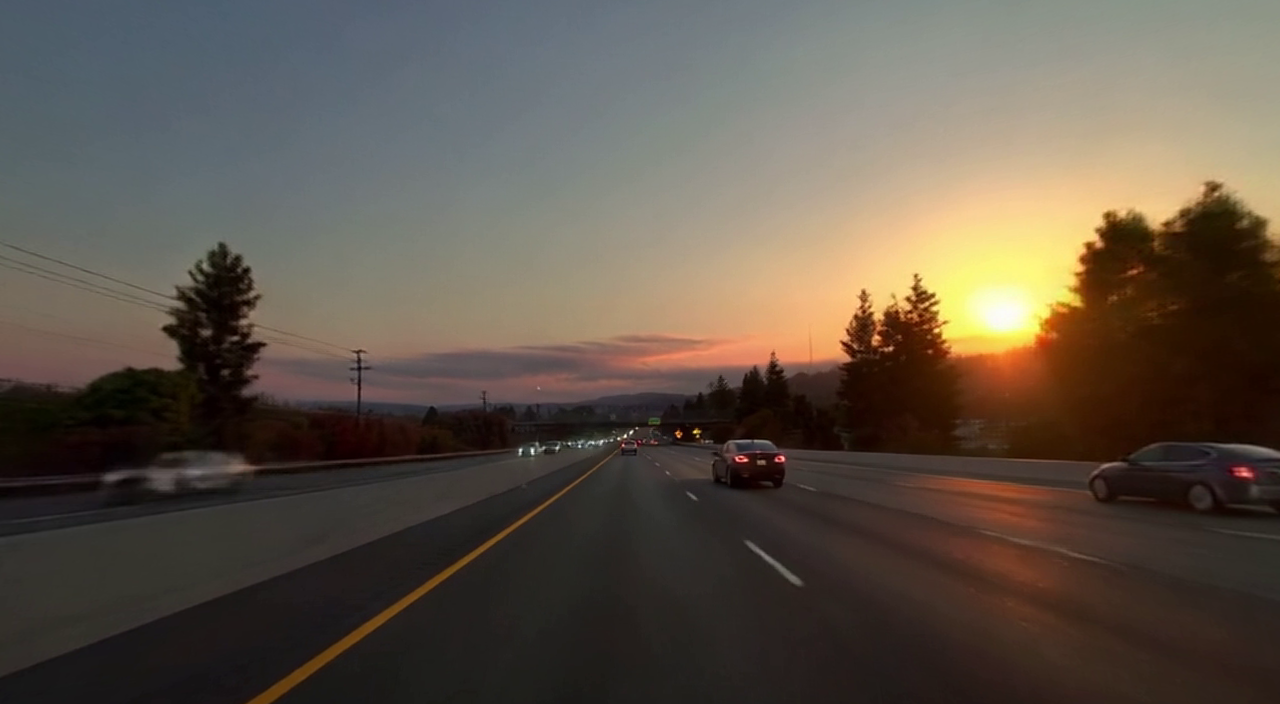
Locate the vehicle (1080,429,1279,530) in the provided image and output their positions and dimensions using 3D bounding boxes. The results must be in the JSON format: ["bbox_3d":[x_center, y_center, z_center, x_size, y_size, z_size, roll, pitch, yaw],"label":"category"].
[{"bbox_3d":[10.640,2.167,11.145,1.987,1.502,5.130,0,-9,-1],"label":"vehicle"}]

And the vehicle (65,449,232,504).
[{"bbox_3d":[-15.184,3.818,19.879,1.851,1.513,4.241,0,-9,0],"label":"vehicle"}]

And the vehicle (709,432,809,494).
[{"bbox_3d":[3.343,3.213,18.612,2.018,1.600,4.121,0,-9,-2],"label":"vehicle"}]
